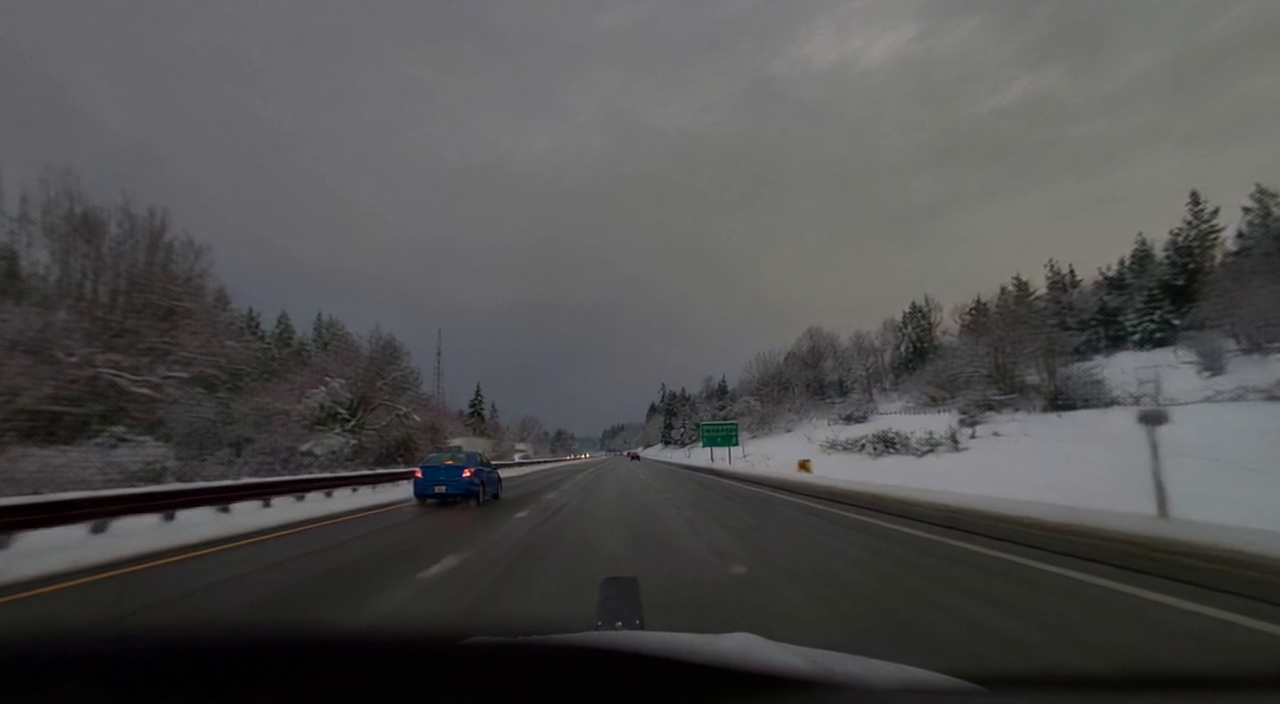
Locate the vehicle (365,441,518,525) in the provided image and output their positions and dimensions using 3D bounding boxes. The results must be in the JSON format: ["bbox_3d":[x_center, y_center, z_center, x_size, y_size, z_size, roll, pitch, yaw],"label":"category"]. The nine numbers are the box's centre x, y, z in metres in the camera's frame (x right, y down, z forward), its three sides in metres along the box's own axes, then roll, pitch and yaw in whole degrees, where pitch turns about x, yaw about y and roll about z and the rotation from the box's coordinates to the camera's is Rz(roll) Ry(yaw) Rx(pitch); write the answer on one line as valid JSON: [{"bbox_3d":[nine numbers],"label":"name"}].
[{"bbox_3d":[-4.116,2.764,13.839,2.121,1.537,3.852,0,-9,-1],"label":"vehicle"}]
